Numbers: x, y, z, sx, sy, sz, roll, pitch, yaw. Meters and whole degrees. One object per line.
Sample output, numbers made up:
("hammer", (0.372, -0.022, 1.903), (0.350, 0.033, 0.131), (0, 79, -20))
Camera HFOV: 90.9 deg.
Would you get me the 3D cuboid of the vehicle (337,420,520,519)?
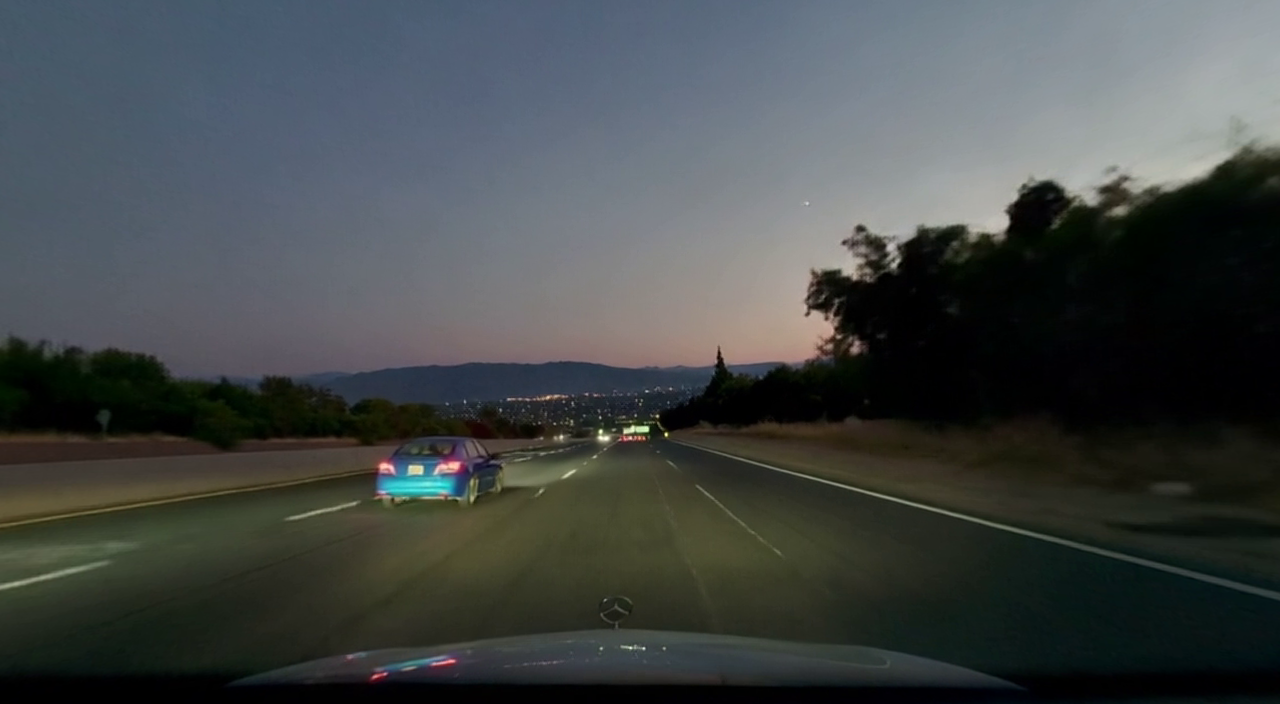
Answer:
("vehicle", (-3.722, 2.127, 12.042), (2.026, 1.517, 4.325), (0, -8, 0))
